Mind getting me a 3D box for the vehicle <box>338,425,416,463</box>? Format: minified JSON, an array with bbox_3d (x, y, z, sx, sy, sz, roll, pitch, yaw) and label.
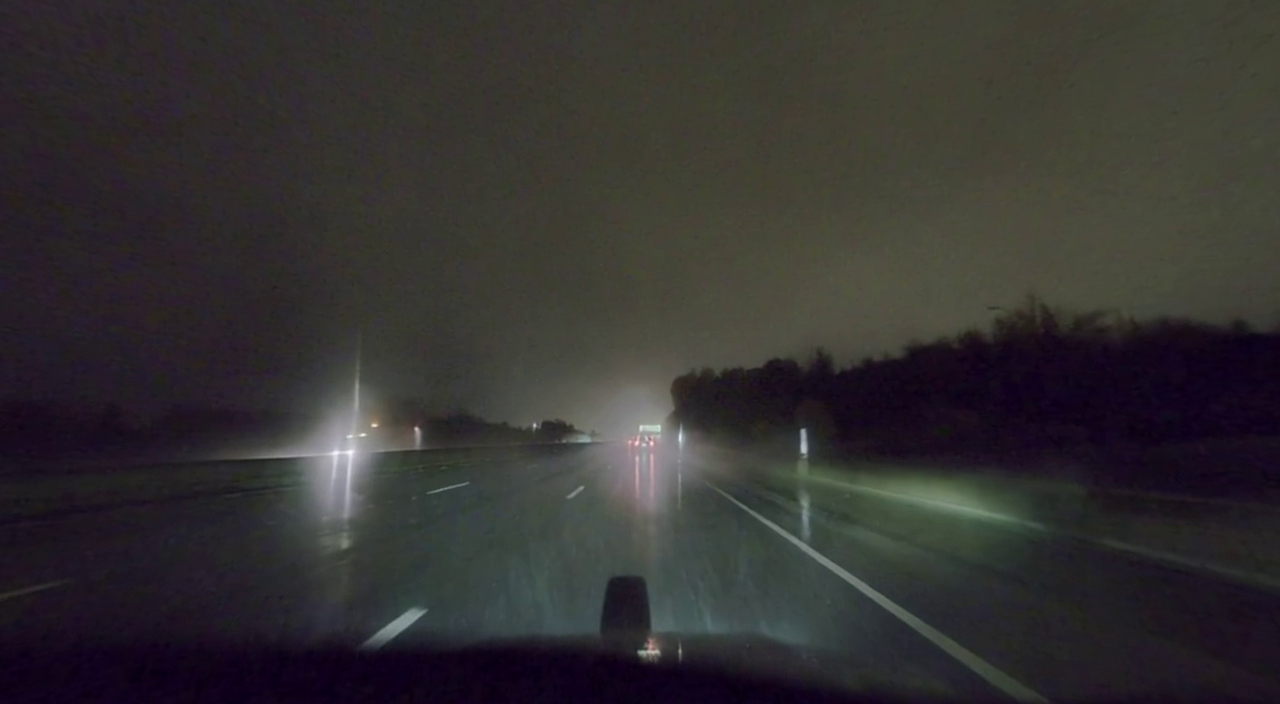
[{"bbox_3d":[-16.680,5.871,40.314,2.329,2.251,5.801,0,-8,1],"label":"vehicle"}]
